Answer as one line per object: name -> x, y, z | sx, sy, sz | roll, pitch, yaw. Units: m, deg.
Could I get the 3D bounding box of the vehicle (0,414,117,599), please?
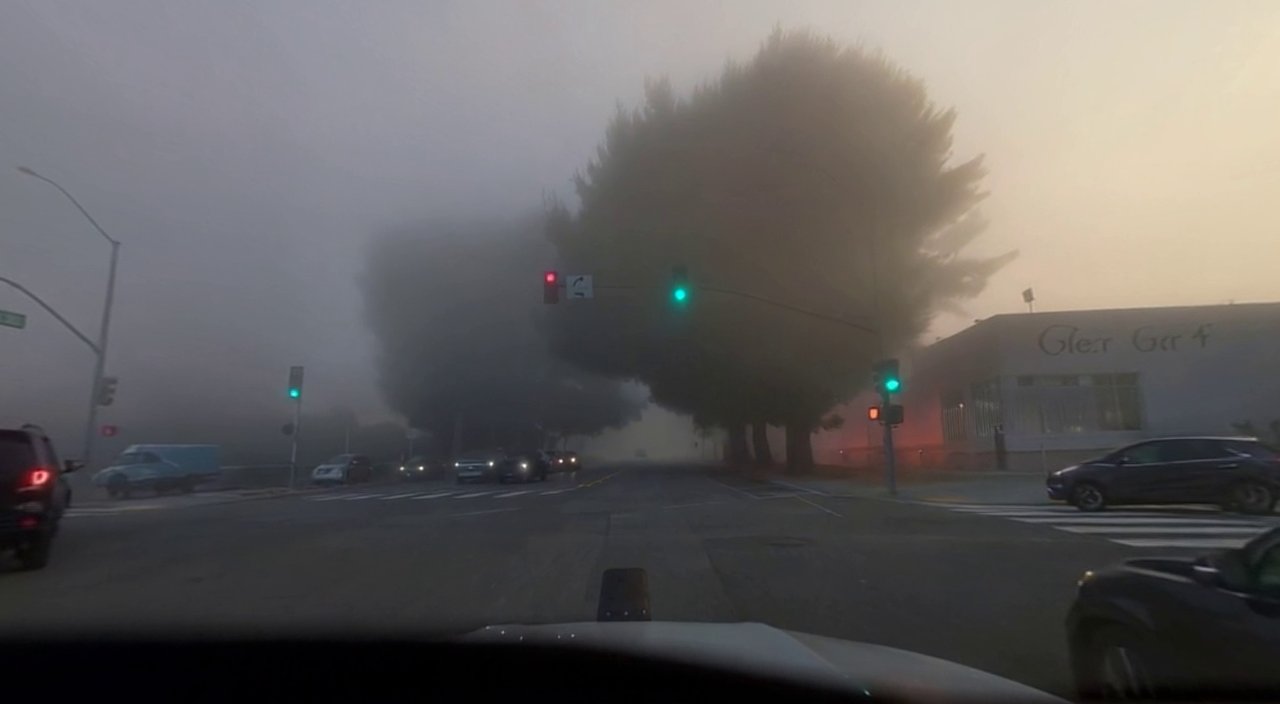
vehicle -> -8.229, 1.732, 7.750 | 2.000, 1.789, 4.638 | 5, -10, -31

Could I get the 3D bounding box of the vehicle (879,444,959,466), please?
vehicle -> 20.937, 7.764, 47.382 | 5.037, 1.533, 1.901 | -1, -9, 2

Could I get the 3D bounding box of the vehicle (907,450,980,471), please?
vehicle -> 20.620, 7.381, 42.900 | 4.120, 1.340, 1.654 | -1, -8, 5

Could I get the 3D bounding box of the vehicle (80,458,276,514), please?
vehicle -> -15.098, 4.337, 20.933 | 2.011, 1.480, 4.747 | -5, -10, 29

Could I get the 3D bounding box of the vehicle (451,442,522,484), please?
vehicle -> -7.132, 5.179, 29.879 | 2.081, 1.818, 4.782 | 0, -8, 1

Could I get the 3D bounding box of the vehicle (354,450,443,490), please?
vehicle -> -10.599, 5.210, 28.152 | 2.041, 1.548, 4.868 | 0, -8, 0

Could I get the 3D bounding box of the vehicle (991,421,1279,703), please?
vehicle -> 3.661, 1.040, 2.584 | 1.966, 1.490, 4.429 | 0, -8, 1
